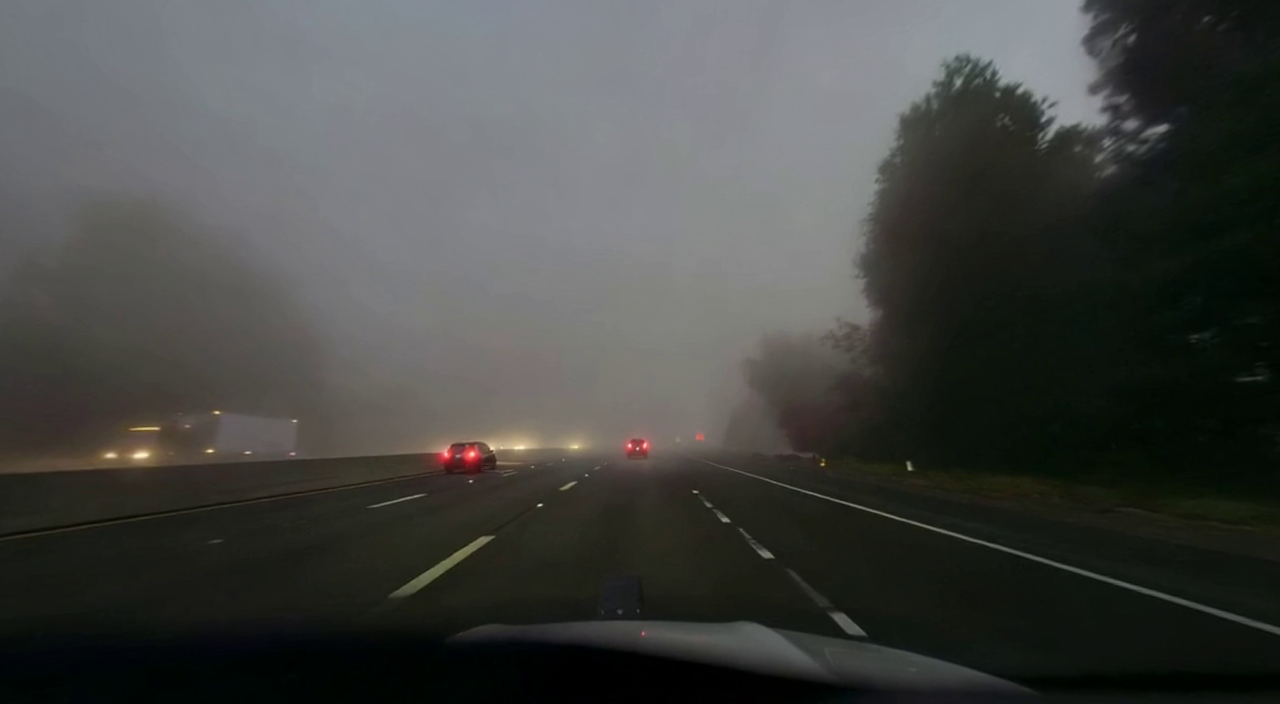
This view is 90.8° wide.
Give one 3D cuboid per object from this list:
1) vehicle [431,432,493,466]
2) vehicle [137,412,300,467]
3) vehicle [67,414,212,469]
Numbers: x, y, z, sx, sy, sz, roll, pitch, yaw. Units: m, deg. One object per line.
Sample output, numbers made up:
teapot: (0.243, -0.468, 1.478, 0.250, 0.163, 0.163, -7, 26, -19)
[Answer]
vehicle: (-10.861, 5.956, 39.016, 2.270, 1.936, 5.190, 0, -8, 1)
vehicle: (-29.314, 6.311, 45.172, 2.739, 3.327, 12.941, 0, -8, 0)
vehicle: (-29.279, 5.334, 37.417, 2.959, 2.955, 6.625, 0, -9, 1)
